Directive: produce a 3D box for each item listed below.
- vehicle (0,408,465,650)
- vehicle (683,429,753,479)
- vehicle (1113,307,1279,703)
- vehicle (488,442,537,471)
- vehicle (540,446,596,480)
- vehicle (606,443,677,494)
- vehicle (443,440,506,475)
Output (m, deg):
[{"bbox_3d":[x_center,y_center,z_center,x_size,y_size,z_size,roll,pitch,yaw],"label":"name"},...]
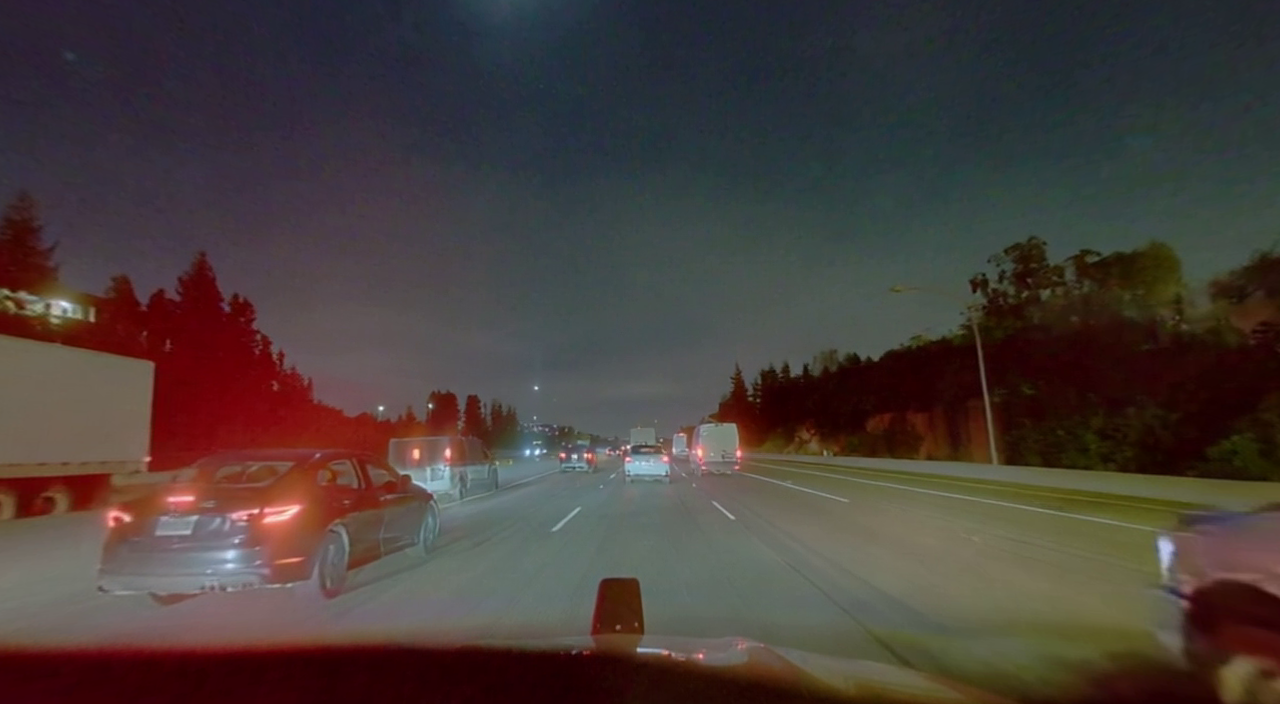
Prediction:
[{"bbox_3d":[-3.400,1.517,6.411,1.956,1.602,4.258,0,-9,1],"label":"vehicle"},{"bbox_3d":[3.533,4.801,29.769,2.460,2.086,5.576,0,-9,-1],"label":"vehicle"},{"bbox_3d":[3.362,0.426,0.236,2.196,1.773,5.352,0,-9,0],"label":"vehicle"},{"bbox_3d":[-8.269,6.797,41.168,2.168,1.749,4.698,0,-9,1],"label":"vehicle"},{"bbox_3d":[-3.284,5.179,29.559,2.062,1.459,4.365,0,-9,1],"label":"vehicle"},{"bbox_3d":[0.030,3.684,20.225,2.053,1.461,3.941,0,-9,0],"label":"vehicle"},{"bbox_3d":[-8.858,5.689,34.159,2.187,1.776,4.518,0,-9,0],"label":"vehicle"}]
